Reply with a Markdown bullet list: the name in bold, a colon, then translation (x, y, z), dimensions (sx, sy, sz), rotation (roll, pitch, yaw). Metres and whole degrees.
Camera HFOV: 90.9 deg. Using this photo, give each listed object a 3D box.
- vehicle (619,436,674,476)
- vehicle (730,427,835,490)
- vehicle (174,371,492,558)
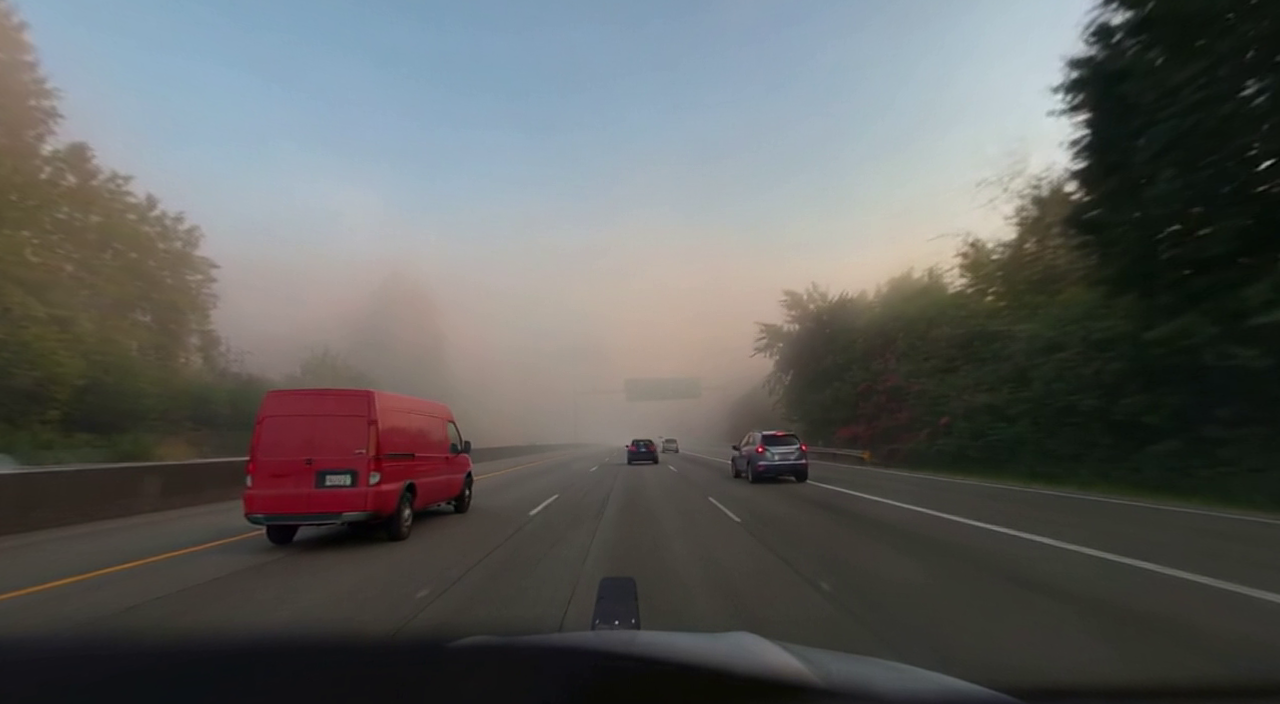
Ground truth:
- **vehicle**: translation (0.244, 4.120, 25.355), dimensions (2.020, 1.464, 3.803), rotation (0, -8, 0)
- **vehicle**: translation (4.067, 3.113, 18.883), dimensions (1.996, 1.638, 4.496), rotation (0, -8, -1)
- **vehicle**: translation (-3.982, 1.574, 9.551), dimensions (2.275, 2.053, 5.082), rotation (0, -8, -1)
